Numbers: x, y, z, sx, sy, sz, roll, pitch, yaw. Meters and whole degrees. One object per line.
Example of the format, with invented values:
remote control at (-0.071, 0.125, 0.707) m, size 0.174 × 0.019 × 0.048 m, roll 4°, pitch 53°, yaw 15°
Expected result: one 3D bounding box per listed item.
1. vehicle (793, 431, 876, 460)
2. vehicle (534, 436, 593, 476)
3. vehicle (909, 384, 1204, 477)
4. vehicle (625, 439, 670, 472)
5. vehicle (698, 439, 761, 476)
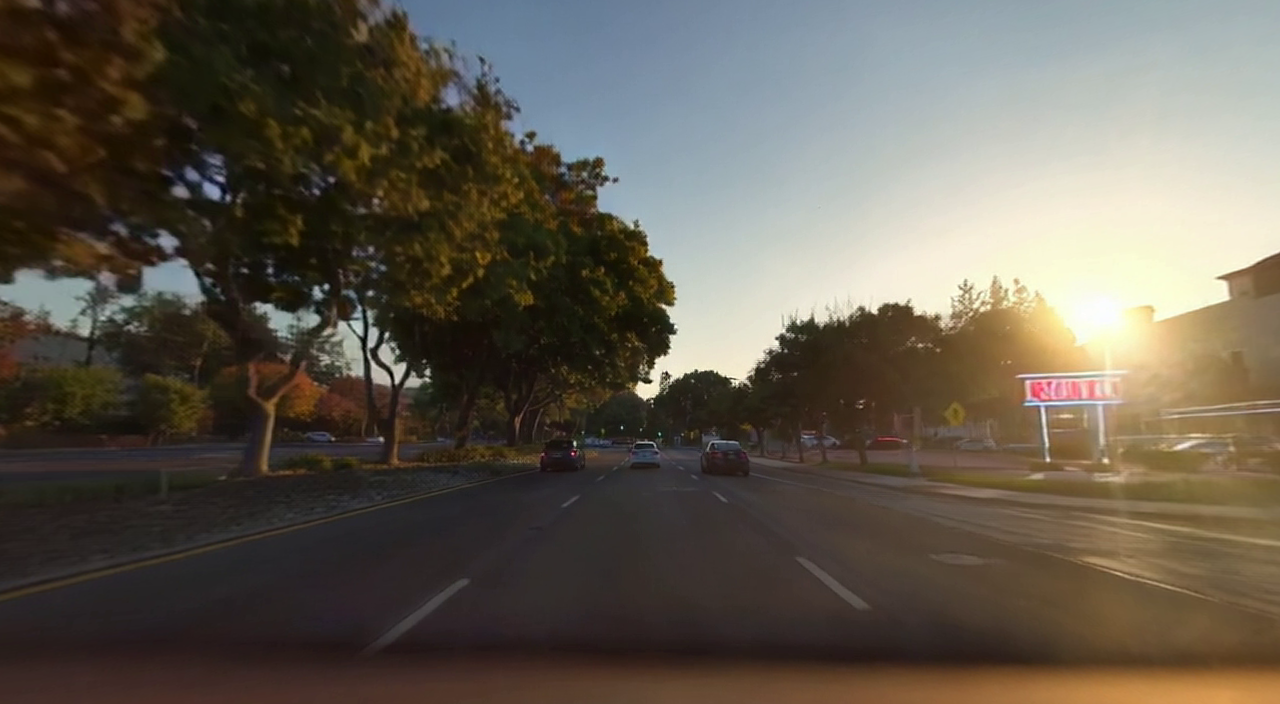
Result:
vehicle at (13.635, 6.588, 44.463) m, size 5.144 × 1.834 × 2.188 m, roll -2°, pitch -8°, yaw 2°
vehicle at (-3.266, 4.523, 27.735) m, size 1.995 × 1.607 × 4.086 m, roll 0°, pitch -8°, yaw 1°
vehicle at (14.771, 2.933, 23.032) m, size 8.343 × 3.028 × 3.002 m, roll -1°, pitch -10°, yaw 3°
vehicle at (0.332, 4.983, 30.637) m, size 2.059 × 1.477 × 4.216 m, roll 0°, pitch -8°, yaw 0°
vehicle at (3.766, 4.514, 27.286) m, size 2.012 × 1.462 × 4.400 m, roll 0°, pitch -8°, yaw -1°
